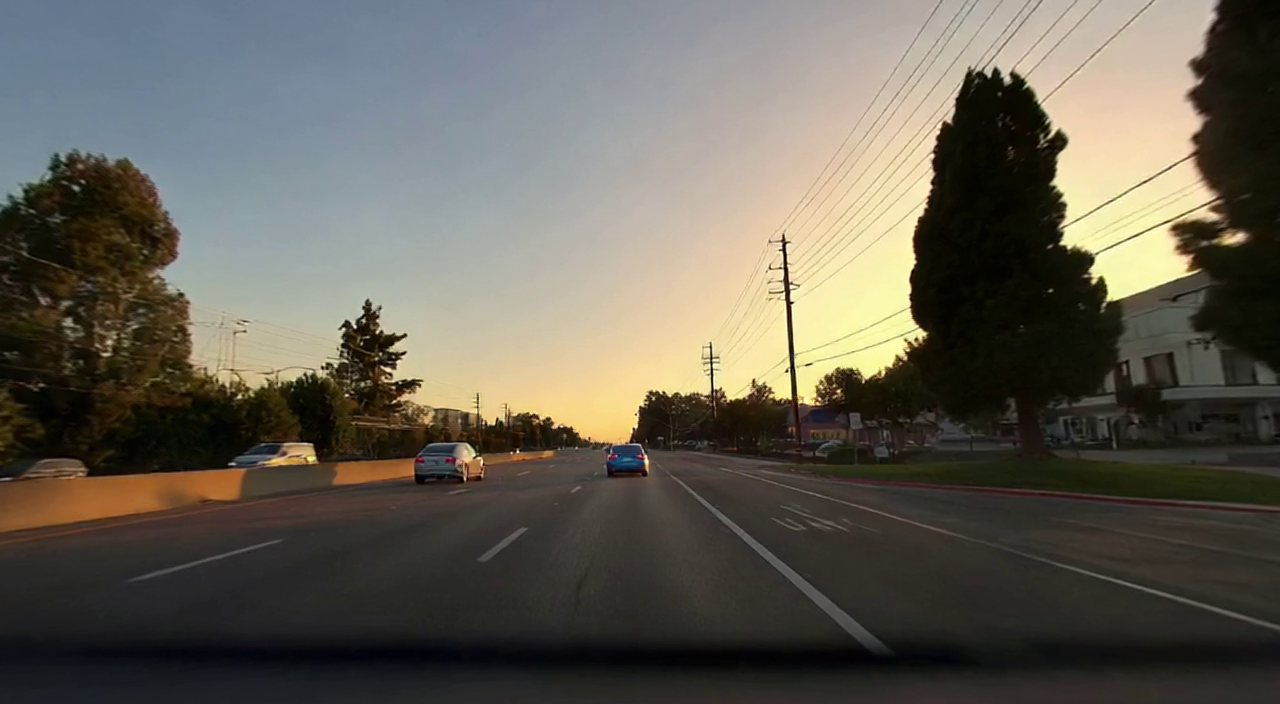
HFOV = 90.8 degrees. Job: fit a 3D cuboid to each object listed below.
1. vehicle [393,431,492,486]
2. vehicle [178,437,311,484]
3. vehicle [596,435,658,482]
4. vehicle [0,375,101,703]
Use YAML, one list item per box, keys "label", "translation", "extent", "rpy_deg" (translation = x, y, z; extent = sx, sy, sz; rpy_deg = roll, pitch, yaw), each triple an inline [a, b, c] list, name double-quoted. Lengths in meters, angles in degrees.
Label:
- label: "vehicle"
  translation: [-7.167, 3.924, 23.542]
  extent: [2.203, 1.819, 4.547]
  rpy_deg: [0, -8, 0]
- label: "vehicle"
  translation: [-18.383, 5.072, 29.848]
  extent: [2.267, 1.962, 5.820]
  rpy_deg: [-1, -8, 3]
- label: "vehicle"
  translation: [-0.487, 4.105, 24.616]
  extent: [2.189, 1.652, 4.135]
  rpy_deg: [0, -8, 0]
- label: "vehicle"
  translation: [-3.689, 0.611, 0.650]
  extent: [1.985, 1.607, 4.892]
  rpy_deg: [0, -8, -1]
